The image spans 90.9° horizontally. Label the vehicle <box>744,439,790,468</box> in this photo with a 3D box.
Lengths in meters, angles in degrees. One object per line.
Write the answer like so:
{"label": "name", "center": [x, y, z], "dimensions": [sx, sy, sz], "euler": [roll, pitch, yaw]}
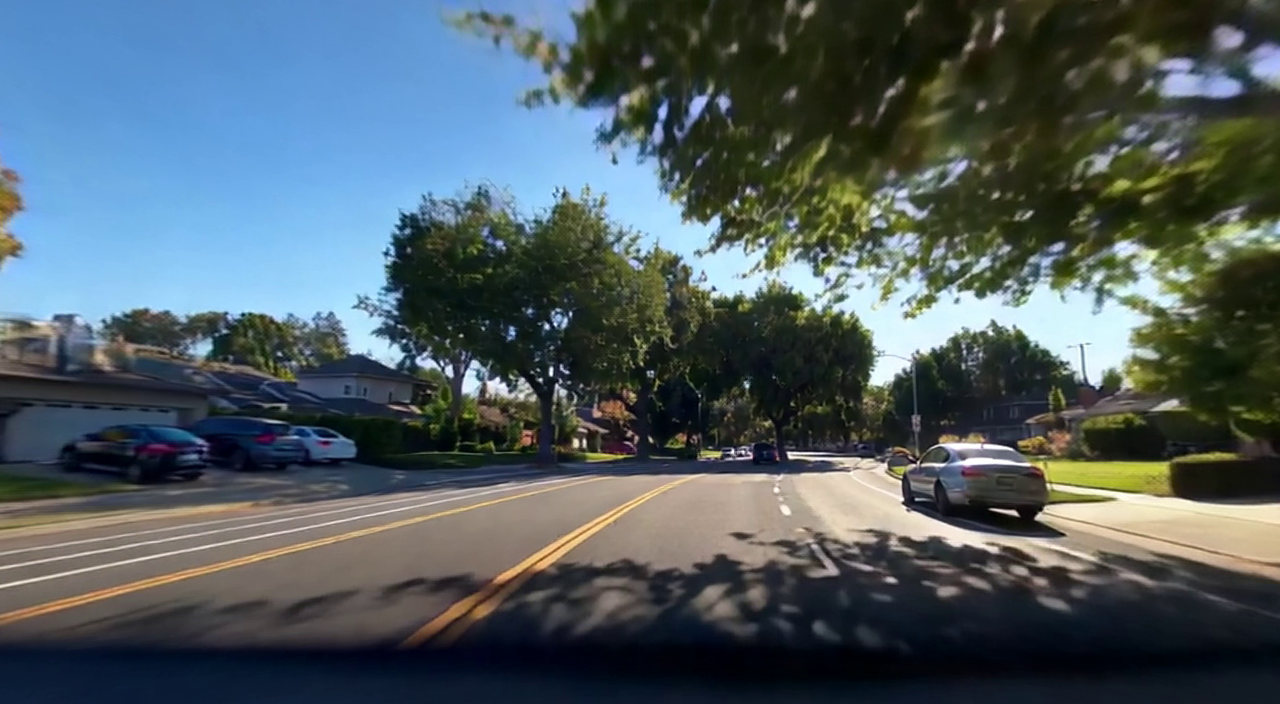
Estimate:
{"label": "vehicle", "center": [7.862, 6.185, 38.721], "dimensions": [2.106, 1.667, 4.367], "euler": [-3, -9, 19]}

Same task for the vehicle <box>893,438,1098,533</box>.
{"label": "vehicle", "center": [6.628, 2.473, 12.414], "dimensions": [1.934, 1.506, 4.282], "euler": [-1, -8, 7]}

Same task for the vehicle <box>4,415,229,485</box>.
{"label": "vehicle", "center": [-14.331, 2.686, 17.413], "dimensions": [4.646, 1.502, 1.874], "euler": [3, -9, 5]}

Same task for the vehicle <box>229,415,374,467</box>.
{"label": "vehicle", "center": [-14.659, 3.827, 27.493], "dimensions": [4.984, 1.812, 2.354], "euler": [3, -6, 8]}

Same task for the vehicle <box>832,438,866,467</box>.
{"label": "vehicle", "center": [14.688, 7.050, 44.506], "dimensions": [2.059, 1.924, 4.257], "euler": [-3, -9, 16]}

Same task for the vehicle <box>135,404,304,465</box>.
{"label": "vehicle", "center": [-16.394, 3.259, 24.745], "dimensions": [5.057, 1.938, 2.301], "euler": [3, -8, 8]}
